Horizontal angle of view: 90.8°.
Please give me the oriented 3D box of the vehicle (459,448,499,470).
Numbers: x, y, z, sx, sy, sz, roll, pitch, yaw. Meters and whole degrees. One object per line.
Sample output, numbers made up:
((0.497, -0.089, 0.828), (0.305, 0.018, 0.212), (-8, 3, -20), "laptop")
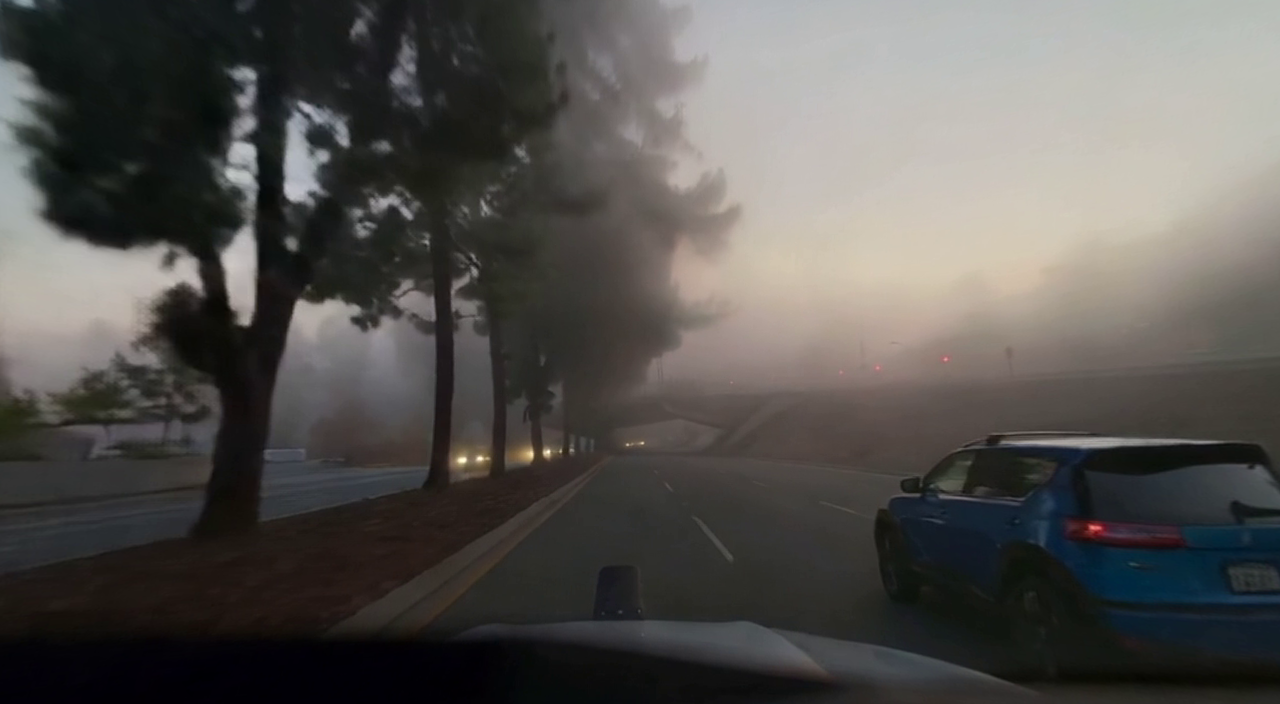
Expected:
((-12.360, 8.260, 48.855), (1.932, 1.615, 4.235), (0, -9, 0), "vehicle")
